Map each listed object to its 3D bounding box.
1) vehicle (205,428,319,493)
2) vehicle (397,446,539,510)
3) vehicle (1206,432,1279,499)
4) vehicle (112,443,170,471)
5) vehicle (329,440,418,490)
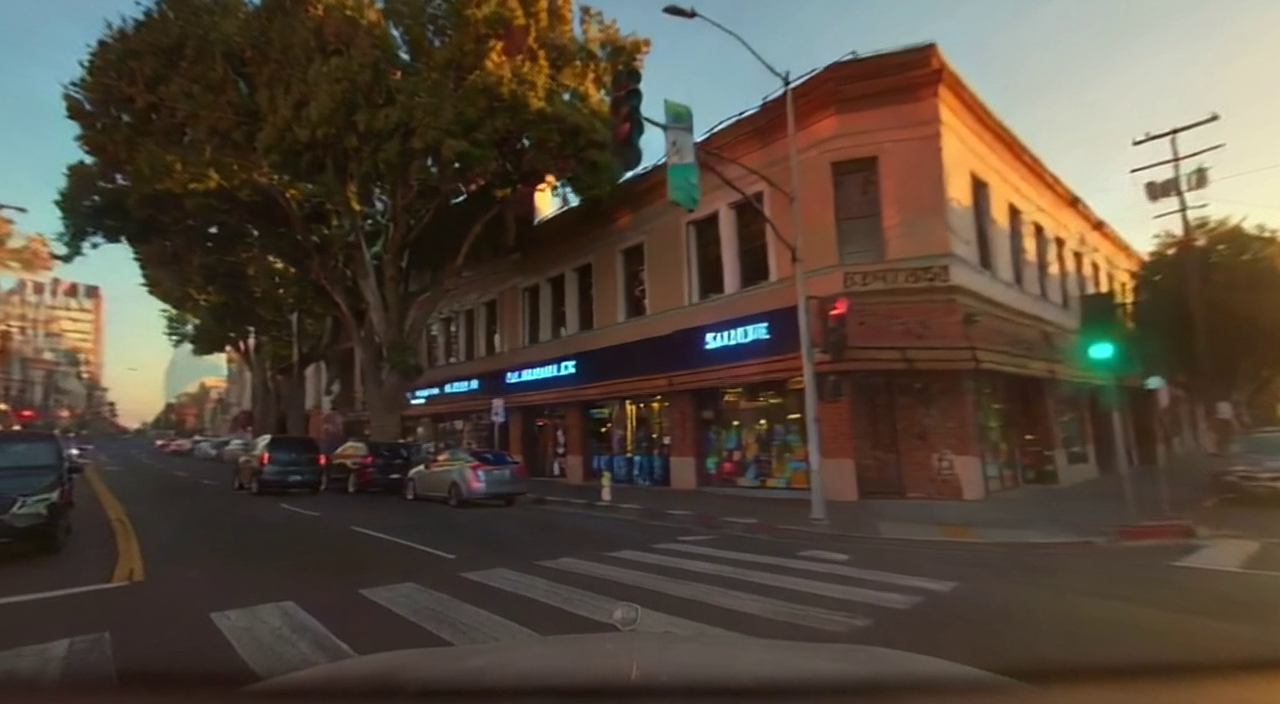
[{"bbox_3d":[-12.816,3.590,21.300,2.440,1.882,4.611,7,-11,-40],"label":"vehicle"},{"bbox_3d":[-5.040,3.472,18.080,2.059,1.550,4.703,7,-11,-40],"label":"vehicle"},{"bbox_3d":[17.783,3.093,17.576,4.286,1.596,2.179,7,-17,-40],"label":"vehicle"},{"bbox_3d":[-27.385,5.698,34.593,2.050,1.400,4.666,7,-11,-41],"label":"vehicle"},{"bbox_3d":[-10.220,4.242,24.073,1.882,1.704,4.055,7,-11,-41],"label":"vehicle"}]
